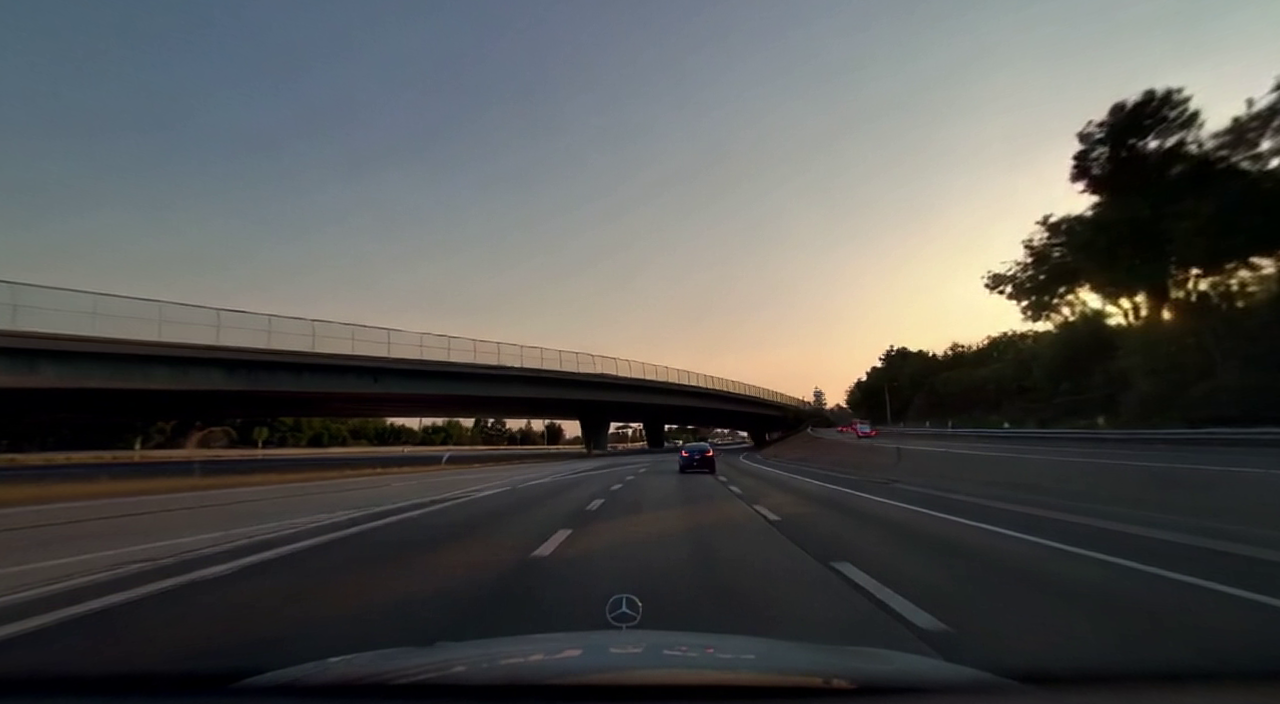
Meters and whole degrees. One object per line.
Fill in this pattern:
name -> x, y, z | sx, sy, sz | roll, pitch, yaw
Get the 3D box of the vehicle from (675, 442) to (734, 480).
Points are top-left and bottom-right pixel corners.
vehicle -> 2.549, 4.430, 25.763 | 2.124, 1.405, 4.398 | 0, -8, 3
